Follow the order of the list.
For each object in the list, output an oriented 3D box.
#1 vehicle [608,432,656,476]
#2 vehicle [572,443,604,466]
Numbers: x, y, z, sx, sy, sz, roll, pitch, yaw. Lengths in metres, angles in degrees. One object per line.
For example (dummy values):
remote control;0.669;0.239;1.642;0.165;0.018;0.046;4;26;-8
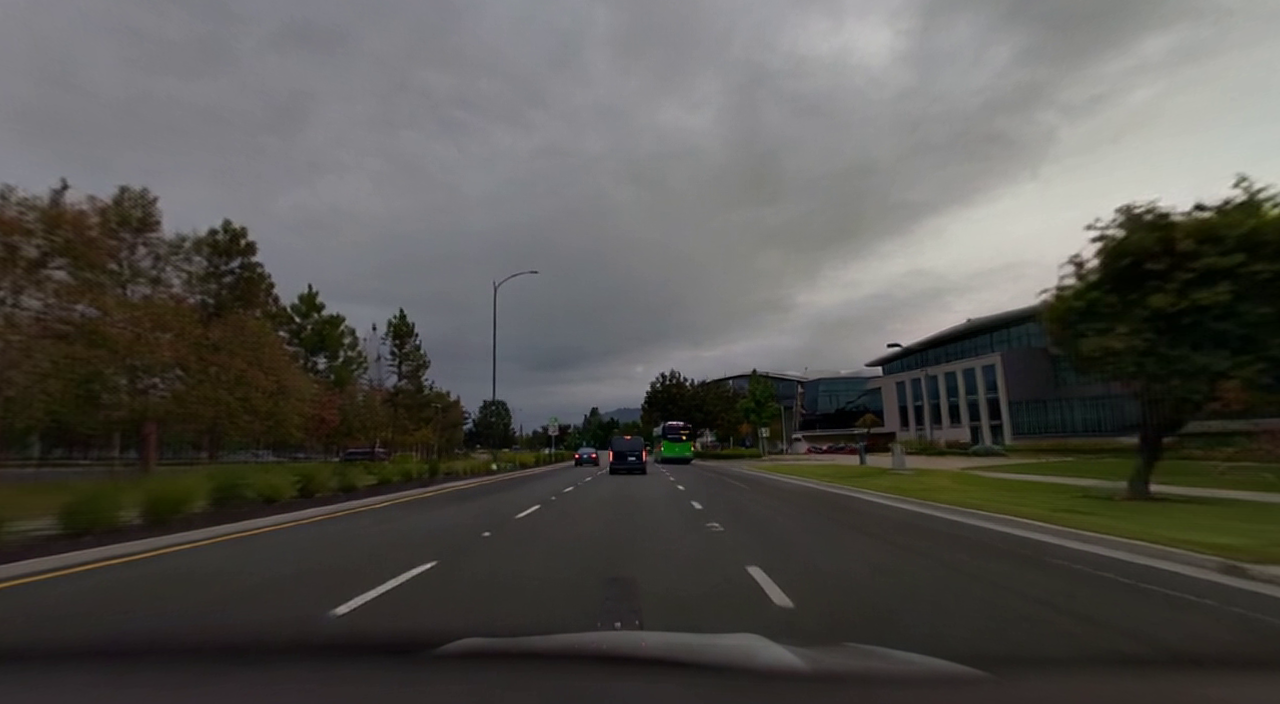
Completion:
vehicle;-0.346;5.366;33.513;2.336;2.122;5.207;0;-9;1
vehicle;-4.014;7.979;49.149;2.109;1.672;4.256;0;-9;1
